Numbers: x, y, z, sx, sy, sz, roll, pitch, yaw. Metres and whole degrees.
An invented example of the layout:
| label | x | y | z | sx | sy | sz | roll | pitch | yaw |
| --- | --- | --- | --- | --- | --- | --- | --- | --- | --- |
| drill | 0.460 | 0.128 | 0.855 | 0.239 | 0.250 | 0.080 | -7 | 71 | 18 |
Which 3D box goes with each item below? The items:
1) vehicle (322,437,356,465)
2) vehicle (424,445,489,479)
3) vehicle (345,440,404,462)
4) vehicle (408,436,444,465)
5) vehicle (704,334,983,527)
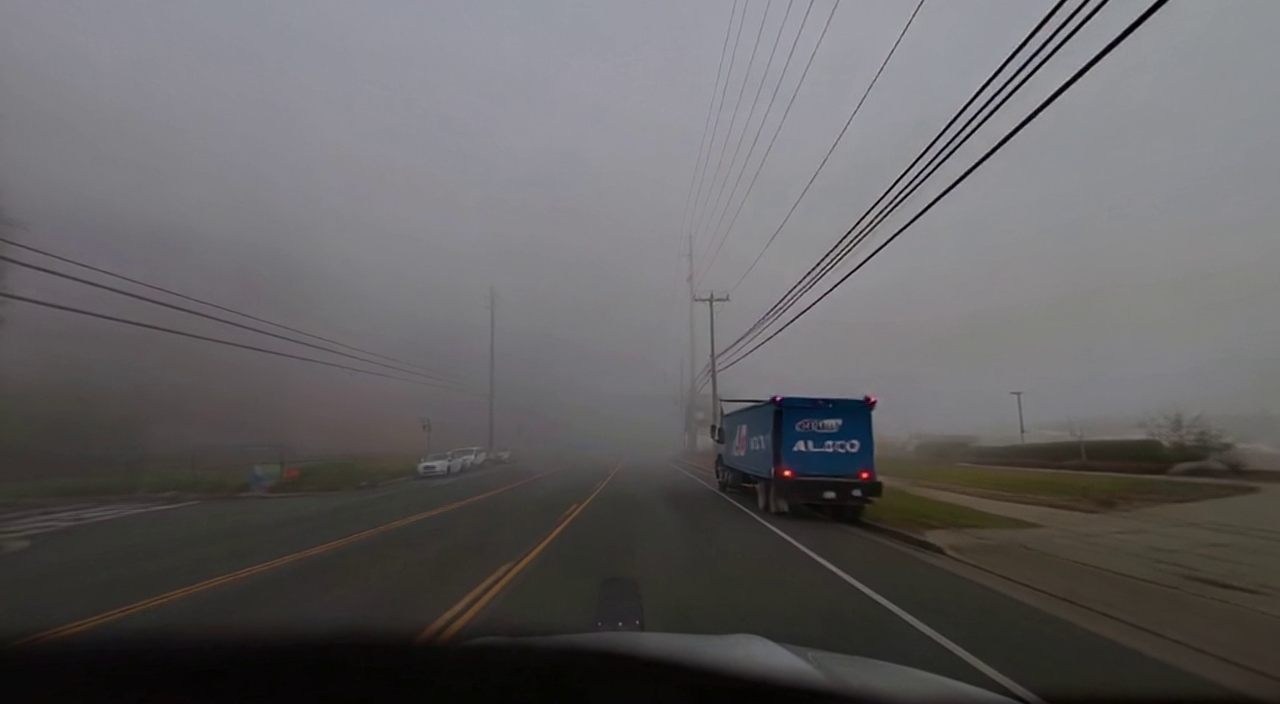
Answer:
| label | x | y | z | sx | sy | sz | roll | pitch | yaw |
| --- | --- | --- | --- | --- | --- | --- | --- | --- | --- |
| vehicle | -21.339 | 6.999 | 44.944 | 1.954 | 1.868 | 4.977 | 4 | -9 | -24 |
| vehicle | -8.737 | 5.230 | 30.450 | 1.939 | 1.480 | 4.632 | 0 | -9 | -3 |
| vehicle | -20.793 | 7.768 | 49.653 | 4.134 | 1.681 | 1.842 | 3 | -10 | -20 |
| vehicle | -15.902 | 7.326 | 47.083 | 2.040 | 1.874 | 4.892 | -3 | -8 | -14 |
| vehicle | 3.743 | 1.897 | 14.902 | 3.168 | 3.106 | 9.350 | 0 | -8 | -2 |
